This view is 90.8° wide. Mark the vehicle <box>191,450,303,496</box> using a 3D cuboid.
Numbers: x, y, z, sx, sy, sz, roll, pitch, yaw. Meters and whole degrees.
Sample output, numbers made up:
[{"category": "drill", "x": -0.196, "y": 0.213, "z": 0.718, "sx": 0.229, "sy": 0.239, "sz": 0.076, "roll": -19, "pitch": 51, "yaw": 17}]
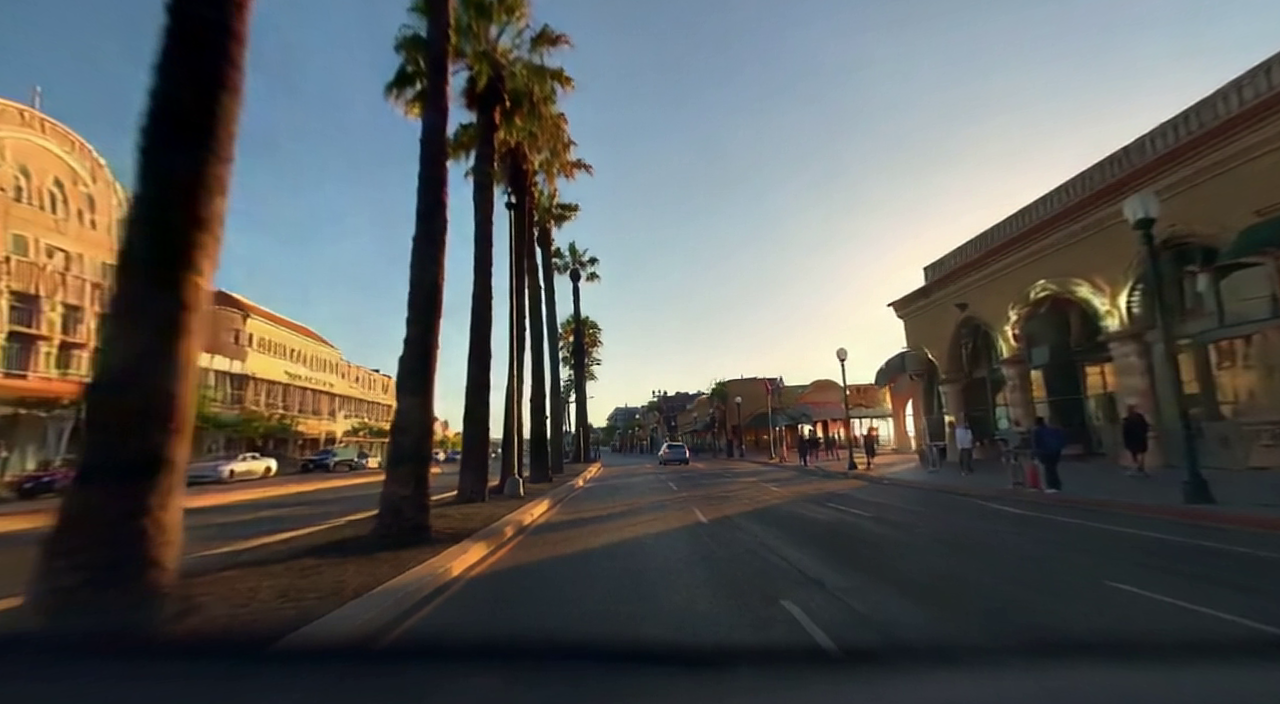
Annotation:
[{"category": "vehicle", "x": -18.168, "y": 5.579, "z": 29.584, "sx": 2.049, "sy": 1.878, "sz": 5.125, "roll": -1, "pitch": -9, "yaw": -2}]

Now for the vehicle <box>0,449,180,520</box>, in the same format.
[{"category": "vehicle", "x": -17.771, "y": 4.198, "z": 20.626, "sx": 1.947, "sy": 1.871, "sz": 4.855, "roll": -3, "pitch": -8, "yaw": -2}]

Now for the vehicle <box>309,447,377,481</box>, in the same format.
[{"category": "vehicle", "x": -18.500, "y": 6.973, "z": 39.639, "sx": 2.136, "sy": 1.890, "sz": 4.670, "roll": -3, "pitch": -8, "yaw": -1}]

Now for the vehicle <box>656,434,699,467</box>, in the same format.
[{"category": "vehicle", "x": 2.404, "y": 6.591, "z": 42.541, "sx": 2.284, "sy": 2.010, "sz": 6.670, "roll": 0, "pitch": -8, "yaw": -1}]
